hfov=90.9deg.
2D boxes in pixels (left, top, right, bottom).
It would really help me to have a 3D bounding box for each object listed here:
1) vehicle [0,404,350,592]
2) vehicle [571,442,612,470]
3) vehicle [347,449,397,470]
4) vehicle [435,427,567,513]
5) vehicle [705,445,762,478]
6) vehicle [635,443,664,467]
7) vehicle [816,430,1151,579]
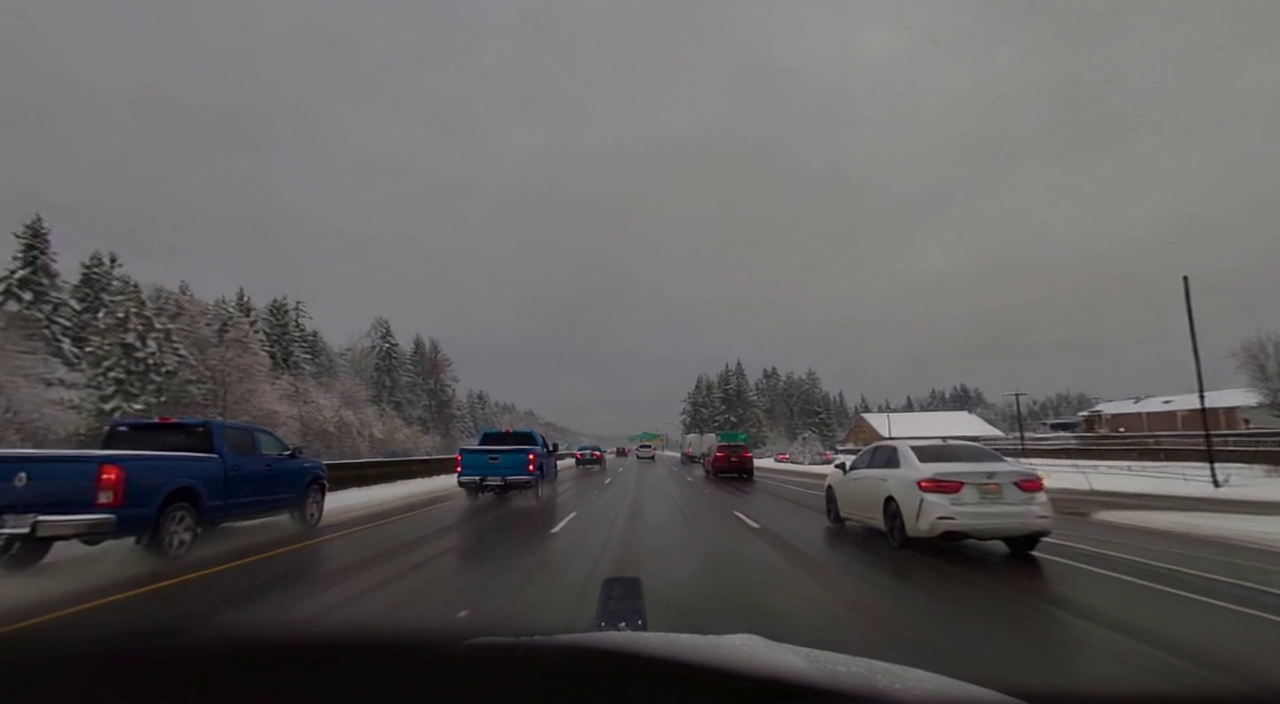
[{"bbox_3d":[-6.489,1.796,8.764,2.428,1.812,5.131,0,-8,1],"label":"vehicle"},{"bbox_3d":[-3.058,6.708,40.941,2.209,1.714,4.576,0,-8,1],"label":"vehicle"},{"bbox_3d":[-20.208,8.114,47.717,1.824,1.439,4.318,0,-8,0],"label":"vehicle"},{"bbox_3d":[-3.170,2.797,15.484,2.146,1.775,4.553,0,-8,1],"label":"vehicle"},{"bbox_3d":[4.454,5.278,30.777,2.072,1.456,4.537,0,-8,-1],"label":"vehicle"},{"bbox_3d":[0.669,7.503,46.136,2.080,1.682,4.150,0,-8,0],"label":"vehicle"},{"bbox_3d":[4.138,1.893,8.723,2.111,1.498,4.466,0,-8,0],"label":"vehicle"}]
